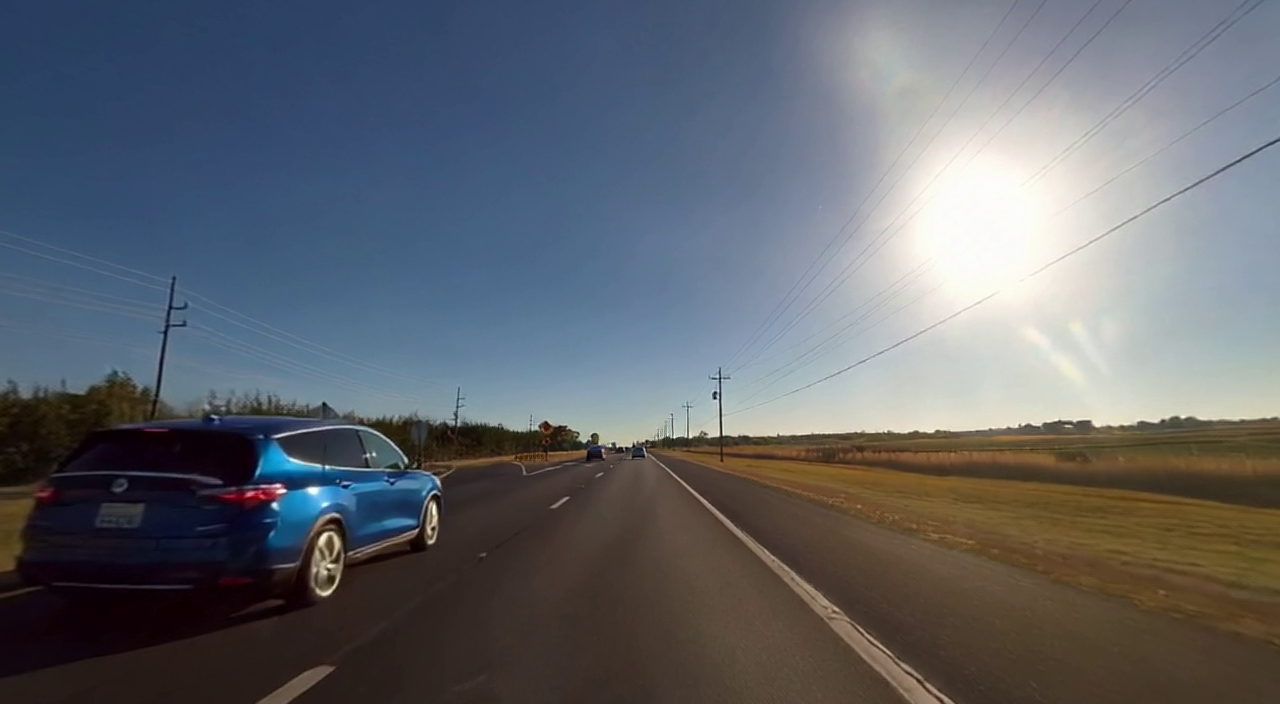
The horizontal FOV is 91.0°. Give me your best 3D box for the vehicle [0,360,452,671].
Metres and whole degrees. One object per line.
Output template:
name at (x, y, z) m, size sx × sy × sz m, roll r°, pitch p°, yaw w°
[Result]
vehicle at (-3.637, 1.337, 6.254) m, size 2.173 × 1.863 × 4.786 m, roll 0°, pitch -9°, yaw -2°
